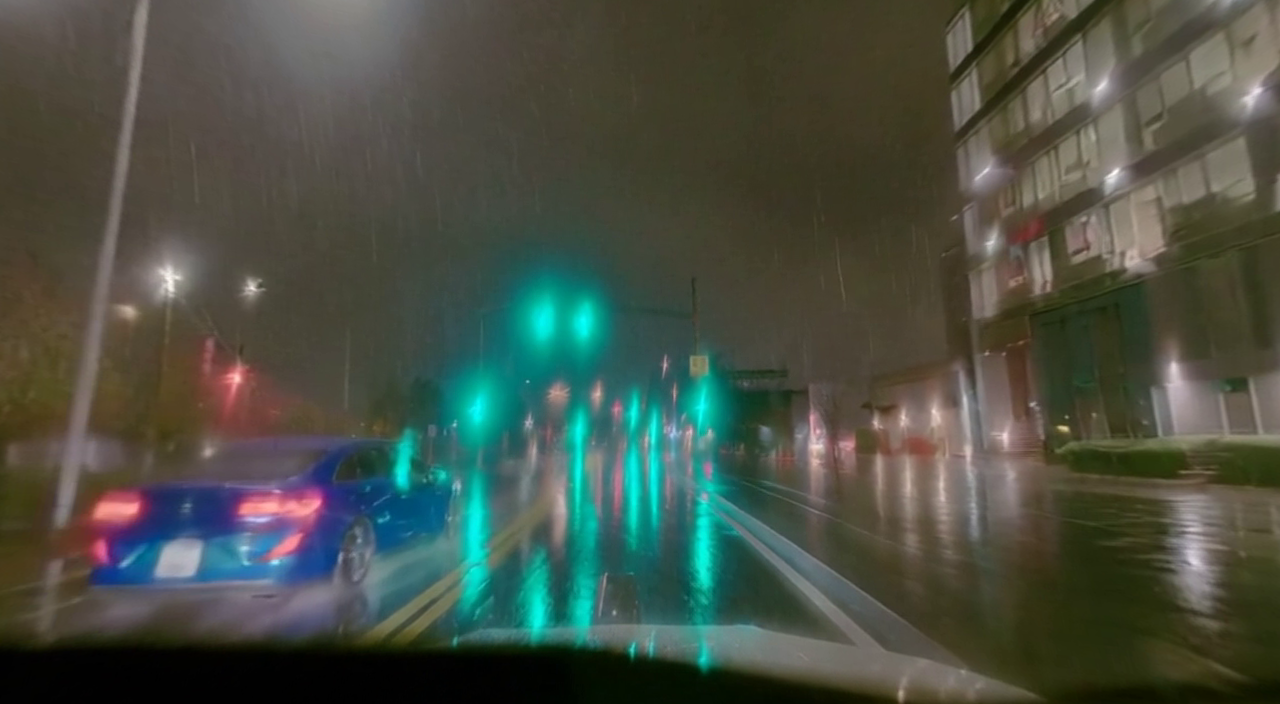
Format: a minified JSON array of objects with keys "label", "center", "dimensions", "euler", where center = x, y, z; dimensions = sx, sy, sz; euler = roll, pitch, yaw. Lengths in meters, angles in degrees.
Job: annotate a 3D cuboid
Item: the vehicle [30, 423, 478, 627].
[{"label":"vehicle","center":[-3.334,1.555,6.823],"dimensions":[1.898,1.407,4.652],"euler":[-1,-8,0]}]
